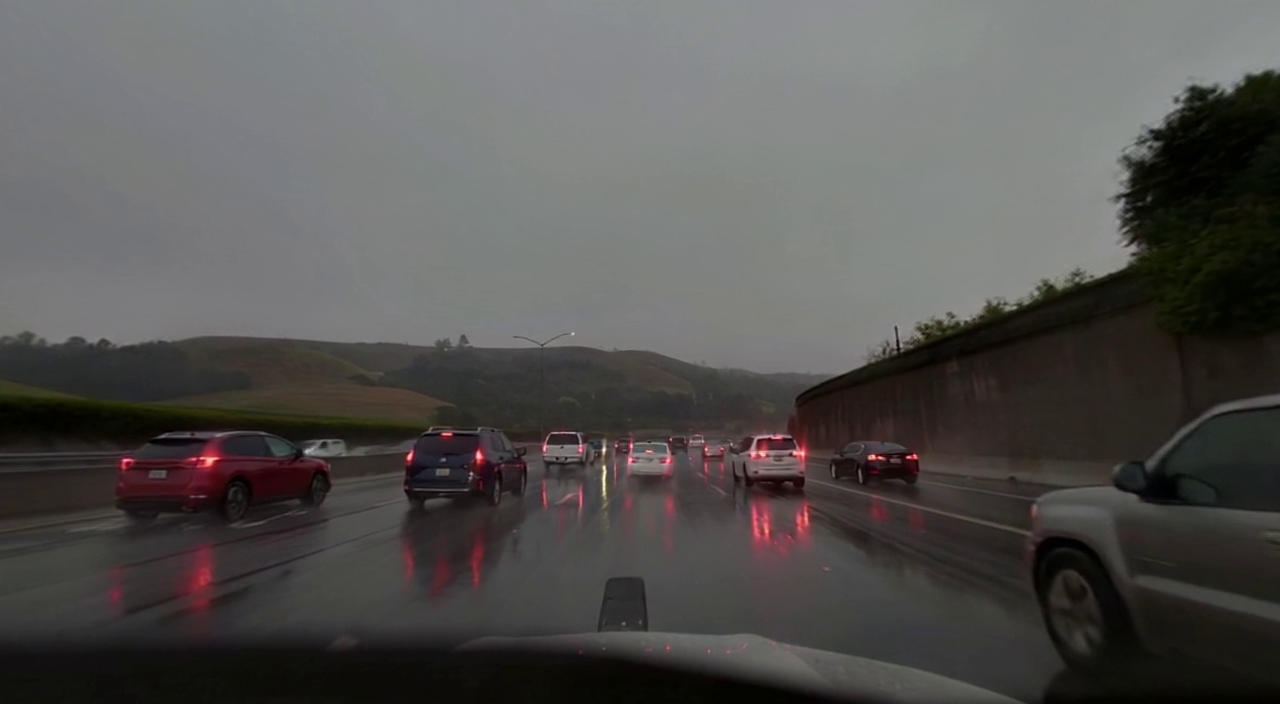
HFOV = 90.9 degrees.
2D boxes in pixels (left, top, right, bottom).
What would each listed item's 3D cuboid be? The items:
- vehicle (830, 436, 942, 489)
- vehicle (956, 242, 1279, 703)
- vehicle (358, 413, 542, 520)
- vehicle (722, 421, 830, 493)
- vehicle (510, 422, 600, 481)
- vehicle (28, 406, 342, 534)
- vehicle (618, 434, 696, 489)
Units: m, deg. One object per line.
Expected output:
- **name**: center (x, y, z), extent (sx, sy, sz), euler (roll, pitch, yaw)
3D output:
- **vehicle**: center (7.456, 3.366, 19.611), extent (1.846, 1.469, 4.166), euler (0, -8, 1)
- **vehicle**: center (3.447, 0.536, 2.018), extent (2.266, 1.929, 5.194), euler (0, -8, 1)
- **vehicle**: center (-3.413, 2.168, 12.437), extent (2.179, 1.723, 4.410), euler (0, -8, 1)
- **vehicle**: center (3.694, 2.952, 18.041), extent (2.046, 1.765, 4.534), euler (0, -8, 0)
- **vehicle**: center (-2.969, 3.672, 23.531), extent (2.301, 1.902, 5.374), euler (-1, -8, 3)
- **vehicle**: center (-7.677, 2.039, 11.482), extent (2.017, 1.810, 4.782), euler (0, -8, 2)
- **vehicle**: center (0.519, 3.285, 19.358), extent (2.105, 1.471, 4.349), euler (0, -8, 1)
